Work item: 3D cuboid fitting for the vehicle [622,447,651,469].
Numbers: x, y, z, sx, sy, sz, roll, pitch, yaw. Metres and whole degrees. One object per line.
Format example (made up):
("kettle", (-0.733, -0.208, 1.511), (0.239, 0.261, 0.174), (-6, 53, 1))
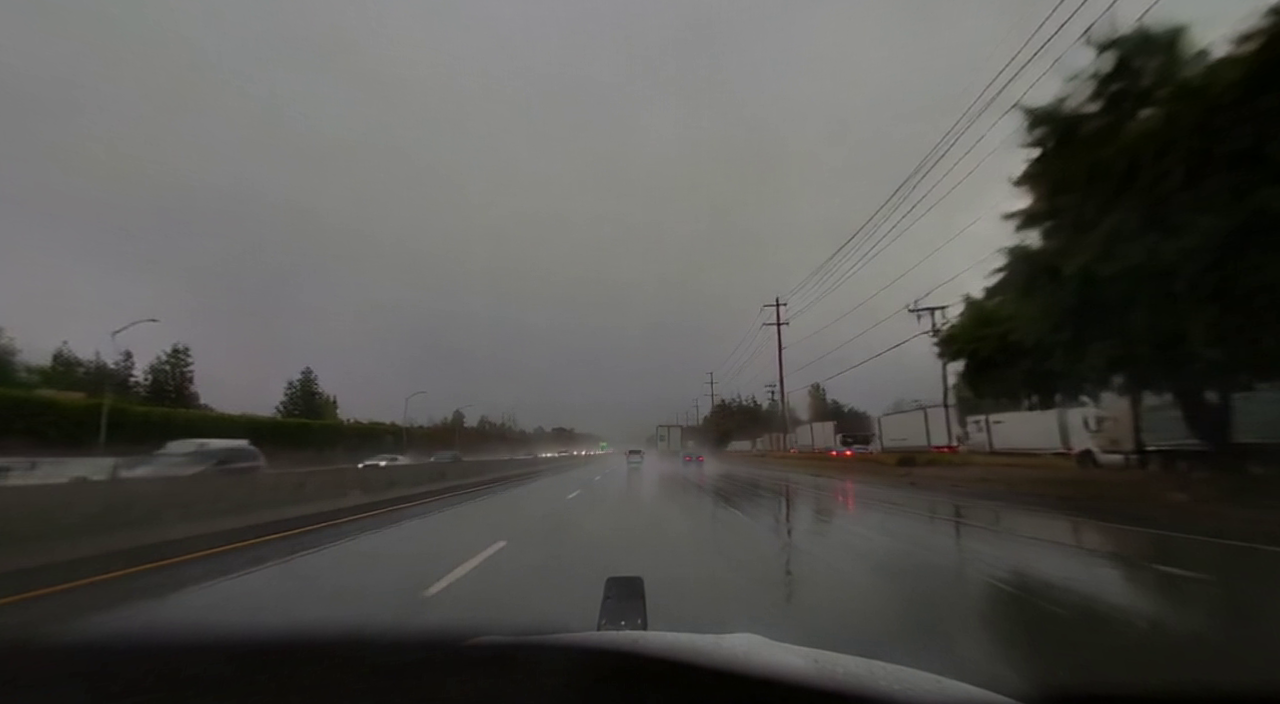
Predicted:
("vehicle", (-0.273, 8.227, 49.050), (2.111, 1.599, 3.859), (0, -9, 0))

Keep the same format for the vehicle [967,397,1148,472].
("vehicle", (24.153, 5.088, 37.832), (2.849, 3.732, 12.220), (-1, -9, 2))

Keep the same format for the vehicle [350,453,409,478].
("vehicle", (-16.058, 6.991, 39.057), (1.862, 1.473, 4.209), (0, -9, 1))

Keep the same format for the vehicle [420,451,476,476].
("vehicle", (-11.898, 6.918, 39.372), (2.010, 1.472, 4.552), (0, -9, 1))

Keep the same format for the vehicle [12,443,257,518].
("vehicle", (-11.771, 2.992, 15.256), (1.950, 1.505, 4.757), (0, -9, 0))

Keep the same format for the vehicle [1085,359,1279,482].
("vehicle", (23.616, 2.402, 22.028), (2.915, 4.218, 17.329), (0, -9, -2))
